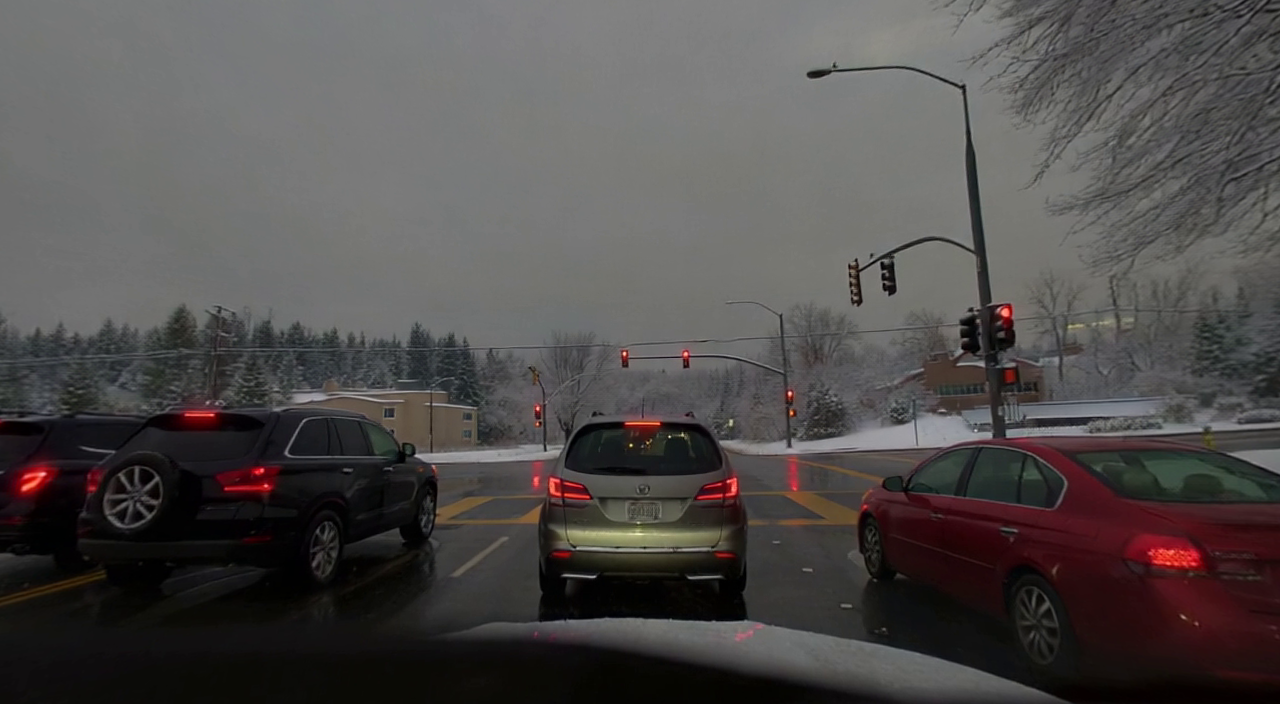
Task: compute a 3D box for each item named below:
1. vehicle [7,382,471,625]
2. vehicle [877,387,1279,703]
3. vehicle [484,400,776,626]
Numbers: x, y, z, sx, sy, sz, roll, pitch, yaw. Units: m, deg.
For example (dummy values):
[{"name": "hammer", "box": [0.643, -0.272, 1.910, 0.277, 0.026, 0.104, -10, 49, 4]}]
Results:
[{"name": "vehicle", "box": [-3.554, 1.423, 6.855, 2.014, 1.755, 4.360, 0, -8, 3]}, {"name": "vehicle", "box": [3.591, 1.201, 4.604, 2.010, 1.486, 4.498, 0, -8, 1]}, {"name": "vehicle", "box": [-0.051, 1.398, 6.306, 2.047, 1.579, 3.642, 0, -8, 1]}]
